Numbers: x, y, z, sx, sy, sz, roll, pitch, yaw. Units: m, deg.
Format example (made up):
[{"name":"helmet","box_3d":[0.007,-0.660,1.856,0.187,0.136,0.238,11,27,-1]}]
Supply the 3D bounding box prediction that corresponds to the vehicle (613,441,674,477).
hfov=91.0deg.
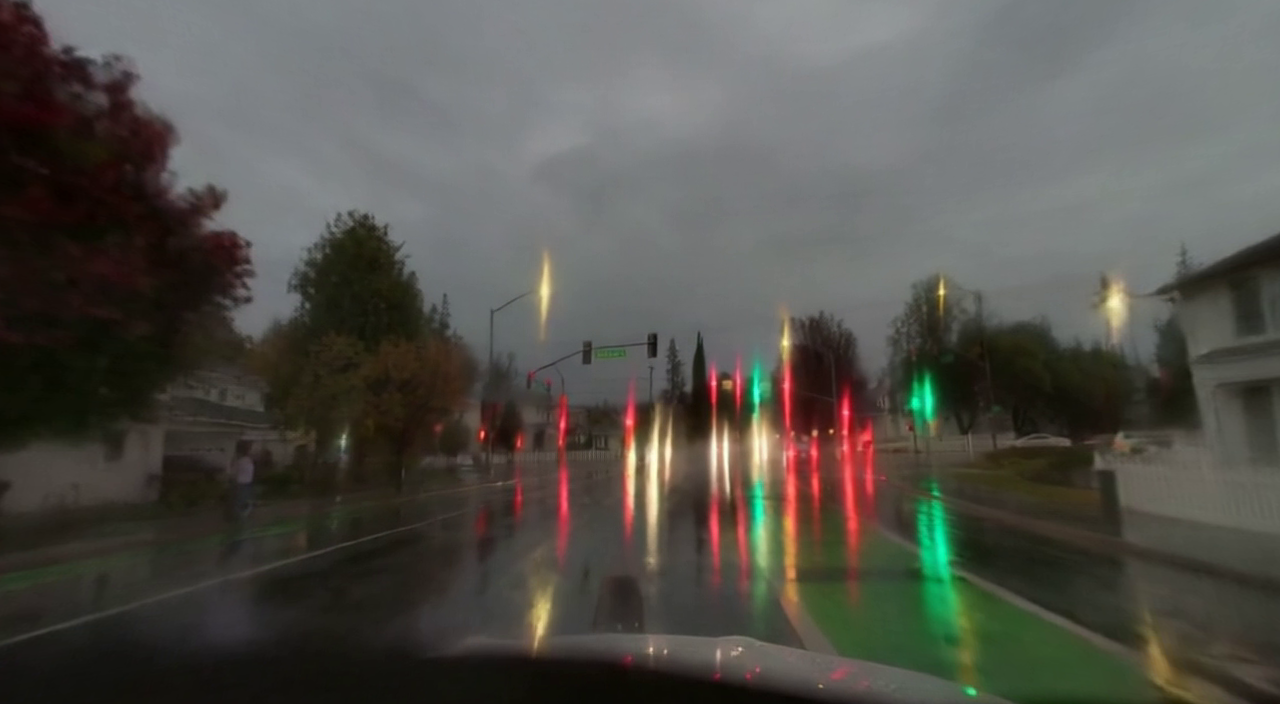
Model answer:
[{"name":"vehicle","box_3d":[0.268,4.885,28.962,1.904,1.489,4.746,-2,-9,12]}]

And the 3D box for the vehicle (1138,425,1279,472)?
[{"name":"vehicle","box_3d":[21.558,3.482,23.031,1.972,1.477,5.340,-2,-8,-5]}]

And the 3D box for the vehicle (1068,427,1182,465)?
[{"name":"vehicle","box_3d":[21.712,4.234,28.496,1.937,1.474,5.114,-4,-9,12]}]
